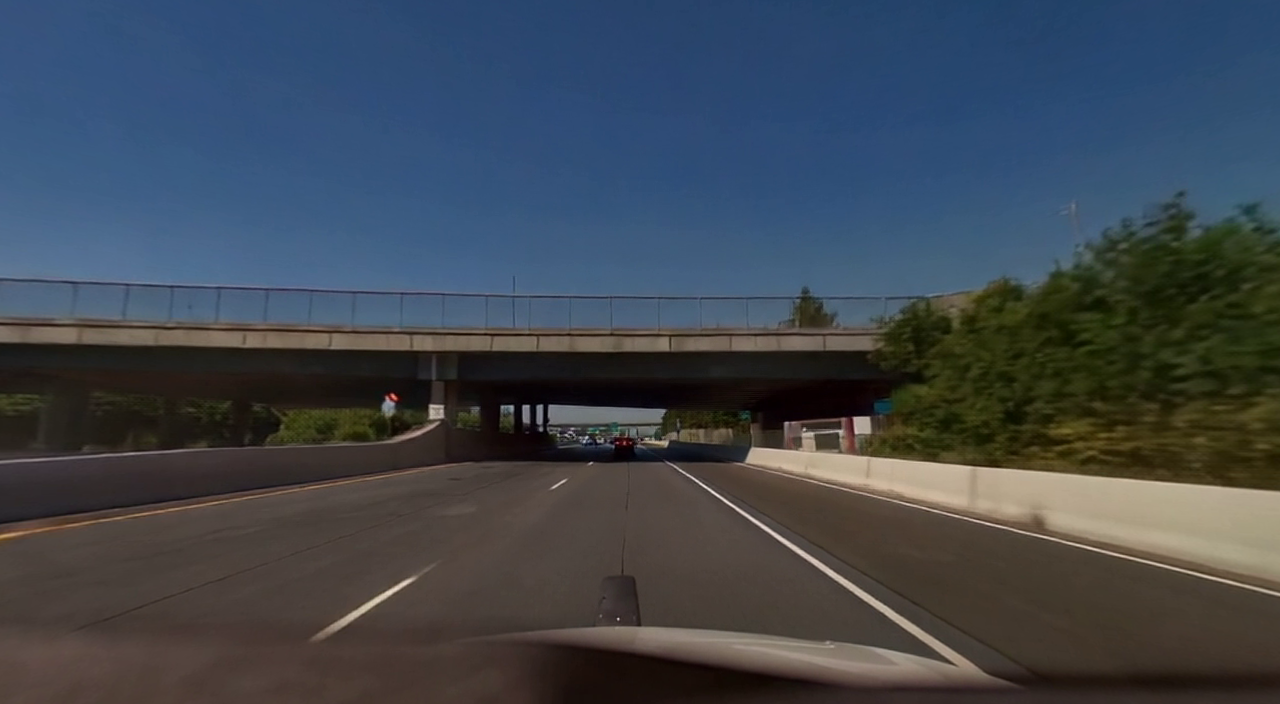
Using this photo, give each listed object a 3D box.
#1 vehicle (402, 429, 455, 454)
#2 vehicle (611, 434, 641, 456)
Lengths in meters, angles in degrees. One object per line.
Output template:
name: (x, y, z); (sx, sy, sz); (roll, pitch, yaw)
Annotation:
vehicle: (-13.595, 5.779, 40.656); (1.964, 1.536, 4.460); (0, -8, -1)
vehicle: (-1.003, 6.716, 45.378); (2.025, 1.519, 3.924); (0, -8, -1)
